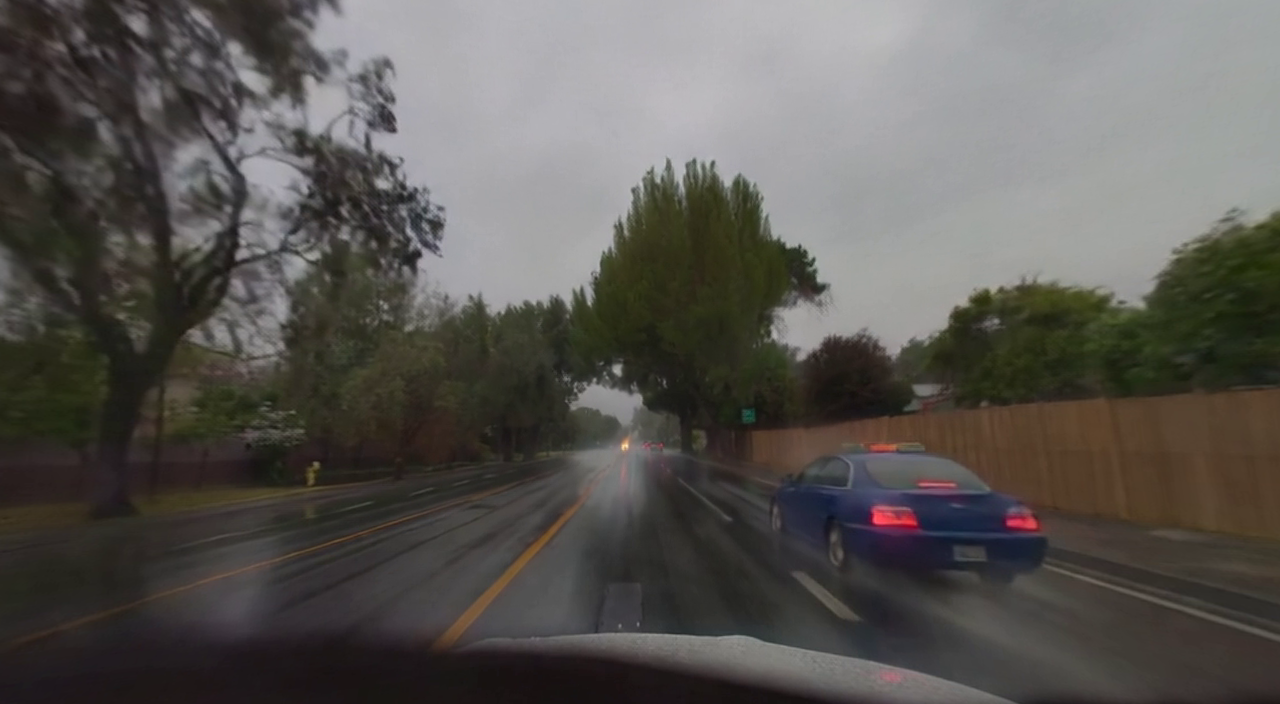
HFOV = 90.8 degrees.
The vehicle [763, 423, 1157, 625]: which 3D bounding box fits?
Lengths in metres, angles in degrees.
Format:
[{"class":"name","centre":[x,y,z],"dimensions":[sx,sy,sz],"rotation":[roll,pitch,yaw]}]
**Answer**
[{"class":"vehicle","centre":[2.795,1.594,6.828],"dimensions":[1.991,1.476,4.153],"rotation":[1,-9,-1]}]
